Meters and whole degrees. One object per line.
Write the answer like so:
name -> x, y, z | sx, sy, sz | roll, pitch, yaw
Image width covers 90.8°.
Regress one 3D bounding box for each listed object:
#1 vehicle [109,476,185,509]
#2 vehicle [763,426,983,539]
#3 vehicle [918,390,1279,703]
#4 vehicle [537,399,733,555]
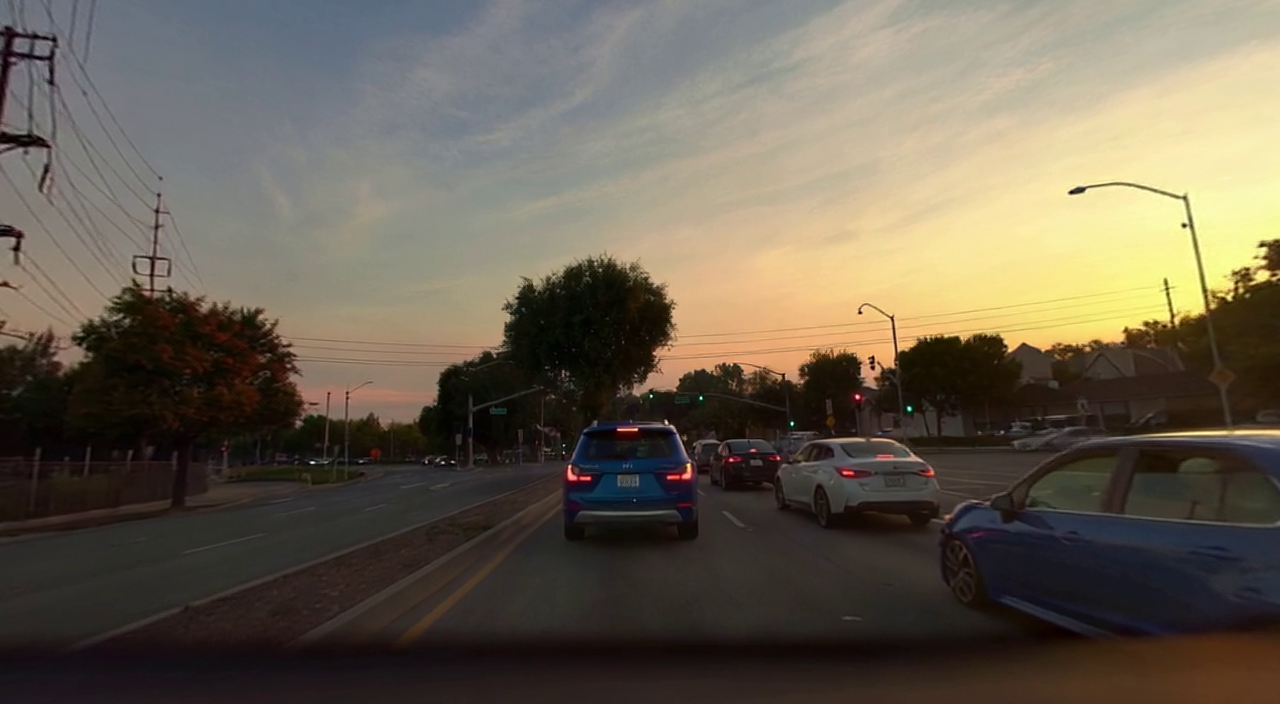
vehicle -> -26.230, 7.424, 33.560 | 3.826, 1.522, 1.741 | -6, -10, 29
vehicle -> 3.525, 2.065, 10.625 | 1.952, 1.477, 4.417 | 0, -9, -1
vehicle -> 3.289, 0.958, 2.836 | 1.984, 1.462, 4.513 | 0, -9, 0
vehicle -> -0.121, 1.788, 9.651 | 2.300, 1.821, 4.254 | 0, -9, -2
